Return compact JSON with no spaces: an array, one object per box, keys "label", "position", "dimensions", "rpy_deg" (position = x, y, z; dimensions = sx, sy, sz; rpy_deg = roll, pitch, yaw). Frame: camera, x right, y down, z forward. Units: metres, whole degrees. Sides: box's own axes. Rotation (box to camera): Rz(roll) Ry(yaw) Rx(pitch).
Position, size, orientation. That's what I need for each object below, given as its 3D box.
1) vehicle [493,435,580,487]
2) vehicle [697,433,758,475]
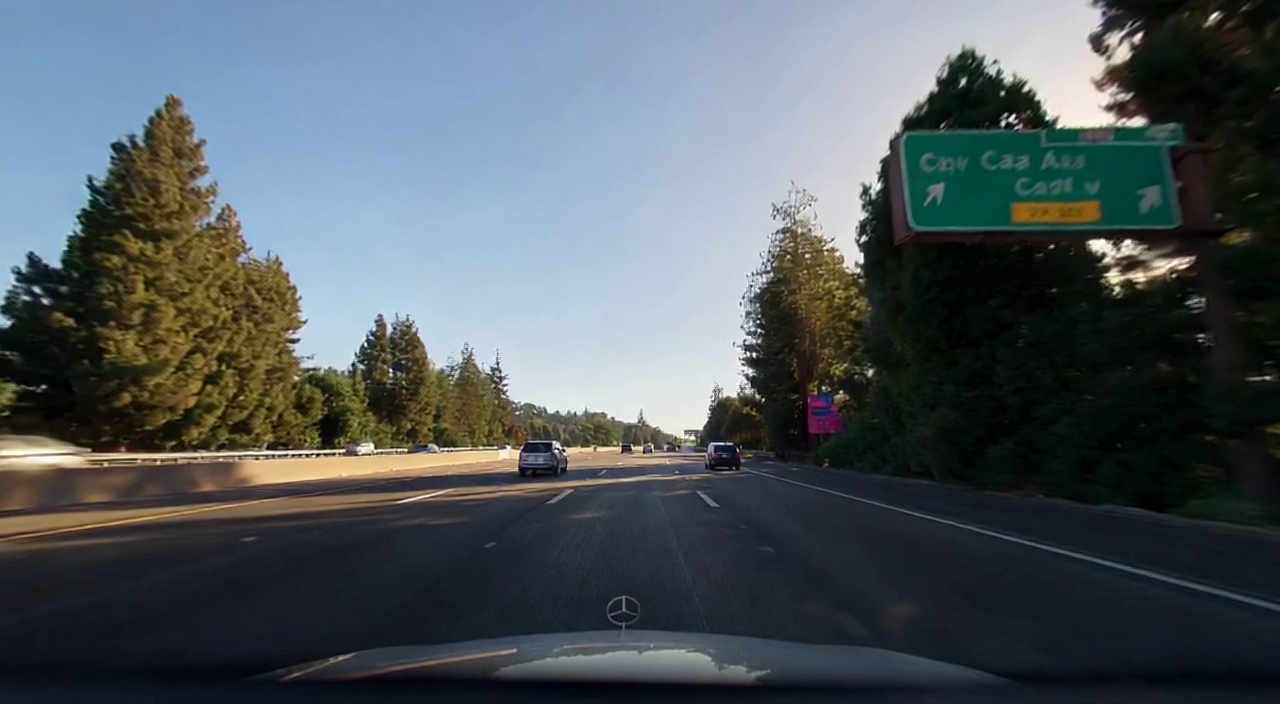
[{"label":"vehicle","position":[-3.448,3.727,21.769],"dimensions":[2.166,1.608,4.297],"rpy_deg":[0,-8,1]},{"label":"vehicle","position":[3.998,4.769,29.485],"dimensions":[2.149,1.796,4.487],"rpy_deg":[0,-8,-1]}]
